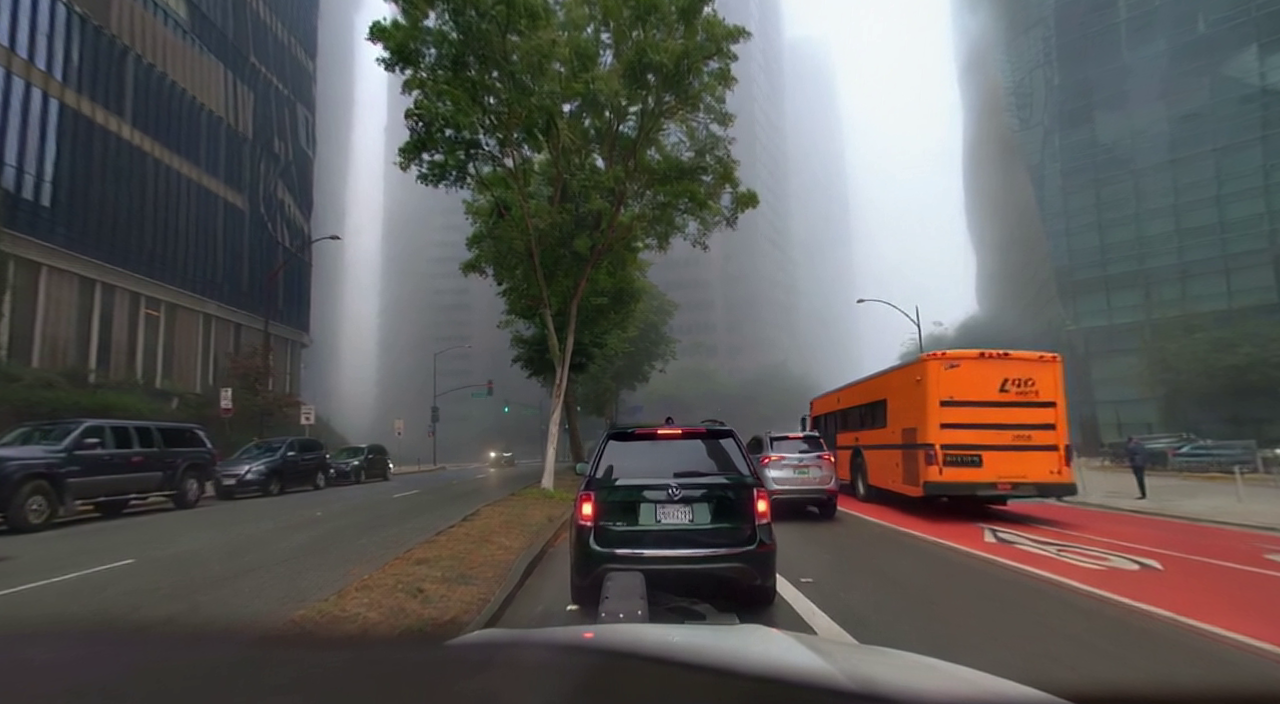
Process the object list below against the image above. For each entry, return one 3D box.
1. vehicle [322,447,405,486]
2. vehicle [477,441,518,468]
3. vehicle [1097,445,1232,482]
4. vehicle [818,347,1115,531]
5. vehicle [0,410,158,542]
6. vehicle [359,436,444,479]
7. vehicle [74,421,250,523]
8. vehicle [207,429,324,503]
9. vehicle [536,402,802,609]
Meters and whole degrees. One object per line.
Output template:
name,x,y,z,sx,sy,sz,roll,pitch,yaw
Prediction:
vehicle,-11.373,4.692,26.315,1.791,1.463,4.210,0,-9,-4
vehicle,-9.976,7.225,44.642,2.198,1.779,4.926,1,-9,-6
vehicle,31.093,6.608,37.750,5.890,1.996,2.155,-6,-10,34
vehicle,6.636,2.032,14.702,3.113,3.116,7.650,0,-8,3
vehicle,-10.383,2.068,10.886,1.543,1.946,3.454,1,-9,-5
vehicle,-11.817,5.258,31.833,2.338,1.963,5.740,0,-9,-4
vehicle,-10.720,2.674,14.492,1.482,2.019,3.297,0,-9,-3
vehicle,-11.056,3.362,18.934,1.559,1.973,3.419,1,-9,-5
vehicle,0.289,1.583,7.390,2.192,1.695,4.142,0,-8,2
